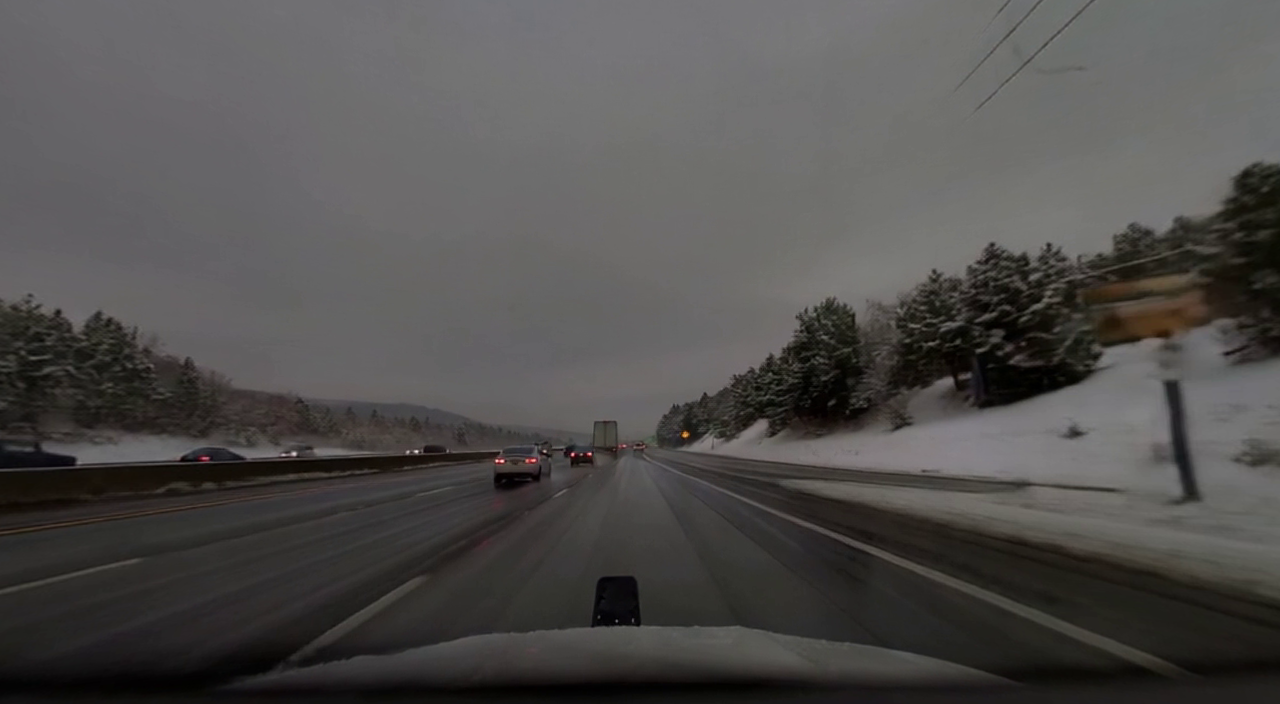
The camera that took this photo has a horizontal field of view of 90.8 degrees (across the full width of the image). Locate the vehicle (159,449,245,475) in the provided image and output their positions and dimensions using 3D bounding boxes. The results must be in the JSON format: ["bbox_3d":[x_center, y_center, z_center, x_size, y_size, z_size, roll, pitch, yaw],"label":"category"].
[{"bbox_3d":[-26.089,6.533,37.810,1.841,1.449,4.570,0,-9,0],"label":"vehicle"}]

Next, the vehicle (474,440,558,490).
[{"bbox_3d":[-4.166,3.856,21.979,1.963,1.533,4.477,0,-9,0],"label":"vehicle"}]

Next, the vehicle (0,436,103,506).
[{"bbox_3d":[-14.823,2.550,13.492,2.015,1.505,5.310,0,-9,0],"label":"vehicle"}]
